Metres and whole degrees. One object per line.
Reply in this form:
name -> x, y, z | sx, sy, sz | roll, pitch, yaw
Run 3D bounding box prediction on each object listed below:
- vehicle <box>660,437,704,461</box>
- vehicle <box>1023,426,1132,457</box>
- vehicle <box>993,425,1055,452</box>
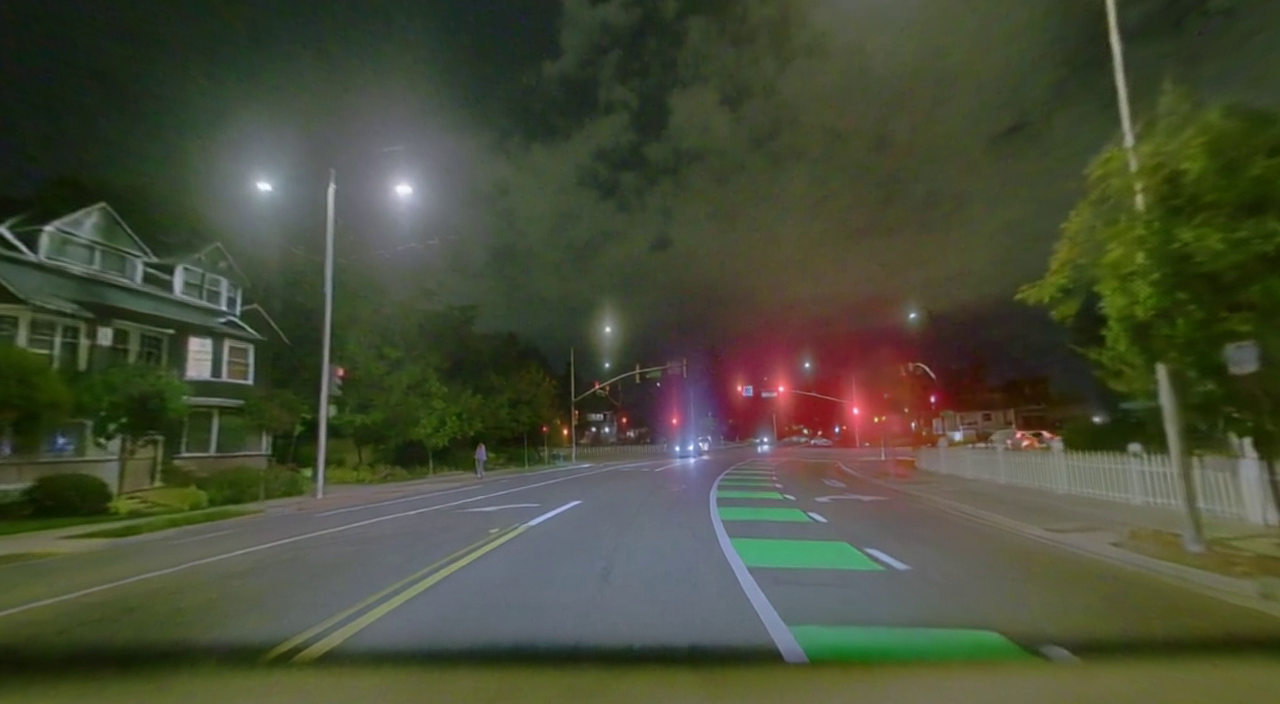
vehicle -> 2.843, 6.413, 41.824 | 1.904, 1.489, 4.746 | -3, -9, 16
vehicle -> 23.616, 4.838, 34.270 | 1.972, 1.477, 5.340 | -2, -8, -2
vehicle -> 24.138, 5.509, 39.765 | 1.937, 1.474, 5.114 | -5, -10, 16
